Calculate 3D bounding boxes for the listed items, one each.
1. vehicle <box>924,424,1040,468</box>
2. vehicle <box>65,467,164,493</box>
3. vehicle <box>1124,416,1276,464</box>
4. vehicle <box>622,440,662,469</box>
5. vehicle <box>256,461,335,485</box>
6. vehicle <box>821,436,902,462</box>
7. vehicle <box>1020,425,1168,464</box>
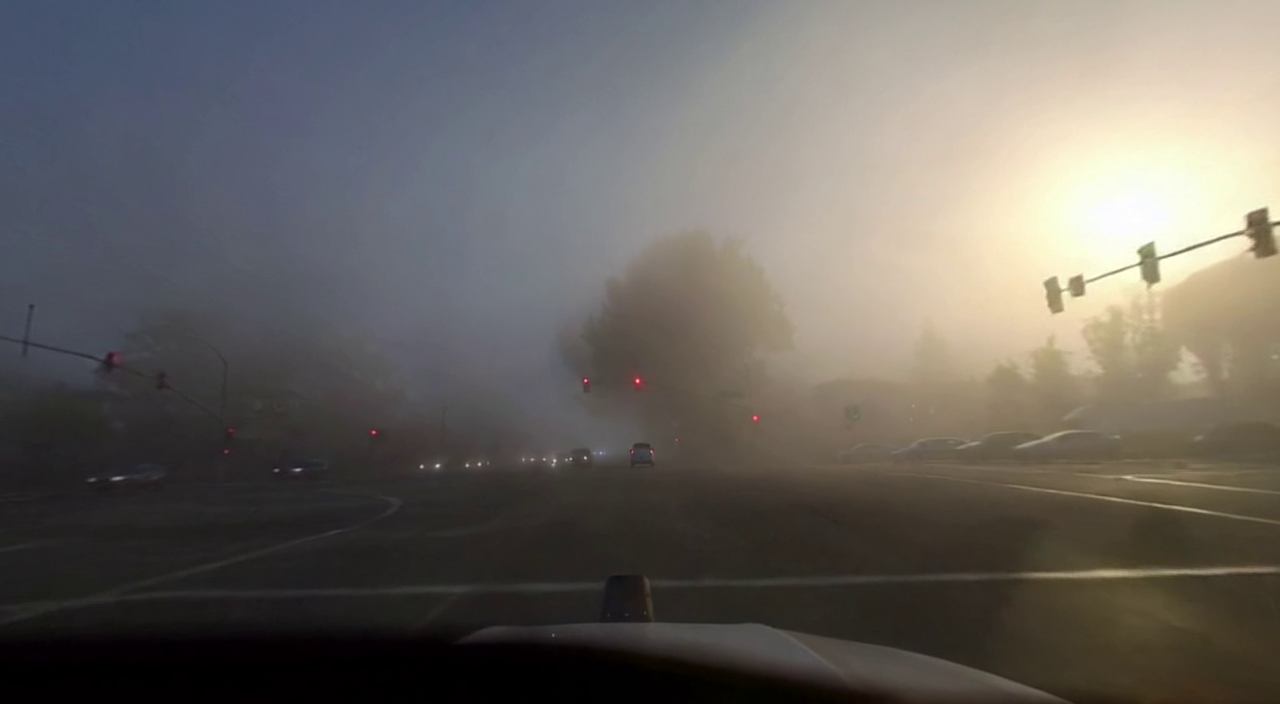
[{"bbox_3d":[17.426,4.797,32.311,4.554,1.704,2.121,-6,-8,1],"label":"vehicle"},{"bbox_3d":[-34.084,8.302,41.001,4.413,1.487,1.915,2,-9,-15],"label":"vehicle"},{"bbox_3d":[25.261,3.985,28.566,4.897,1.637,1.895,-5,-8,1],"label":"vehicle"},{"bbox_3d":[0.125,6.535,40.342,2.437,1.737,4.420,0,-9,0],"label":"vehicle"},{"bbox_3d":[-24.386,8.555,44.765,2.024,1.511,4.403,-8,-11,41],"label":"vehicle"},{"bbox_3d":[15.088,6.651,43.196,4.732,1.713,2.257,-1,-9,3],"label":"vehicle"},{"bbox_3d":[18.468,3.787,25.794,4.474,1.482,1.937,0,-9,1],"label":"vehicle"}]
